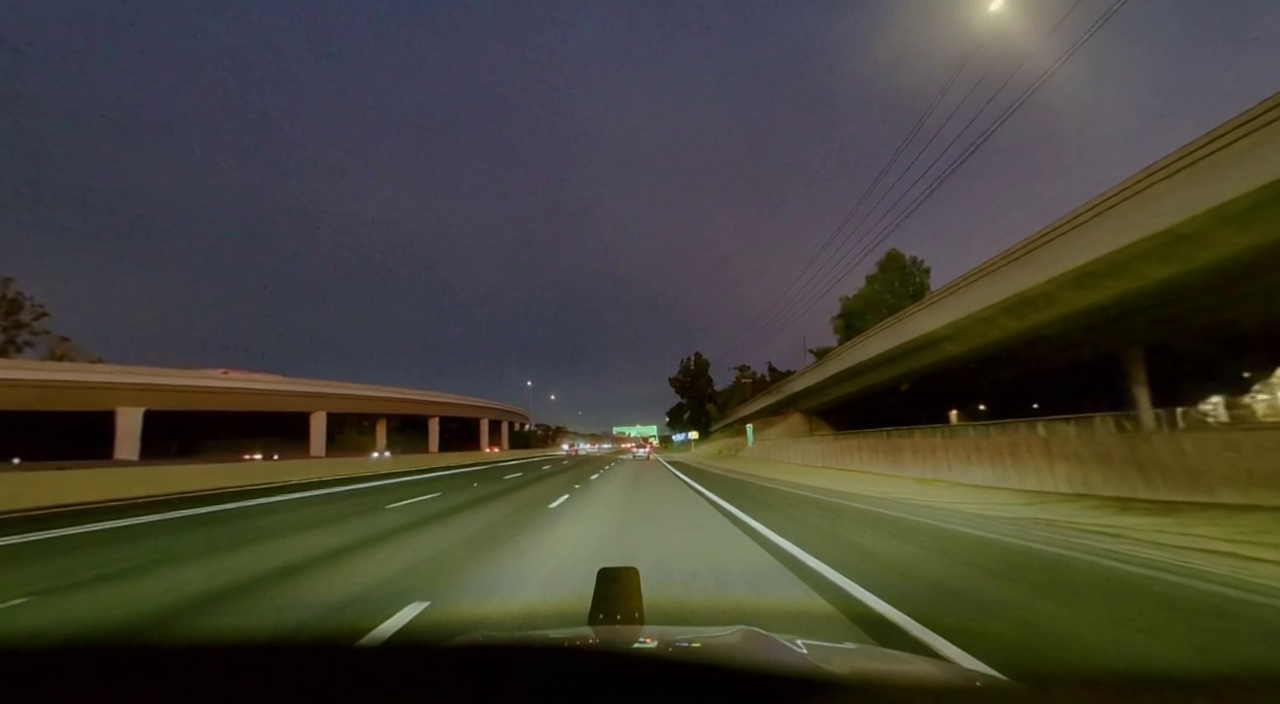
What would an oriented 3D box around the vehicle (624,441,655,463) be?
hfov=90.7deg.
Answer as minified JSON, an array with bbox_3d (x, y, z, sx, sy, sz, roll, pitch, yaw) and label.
[{"bbox_3d":[-0.093,7.073,44.964,2.086,1.472,4.168,0,-8,-2],"label":"vehicle"}]
